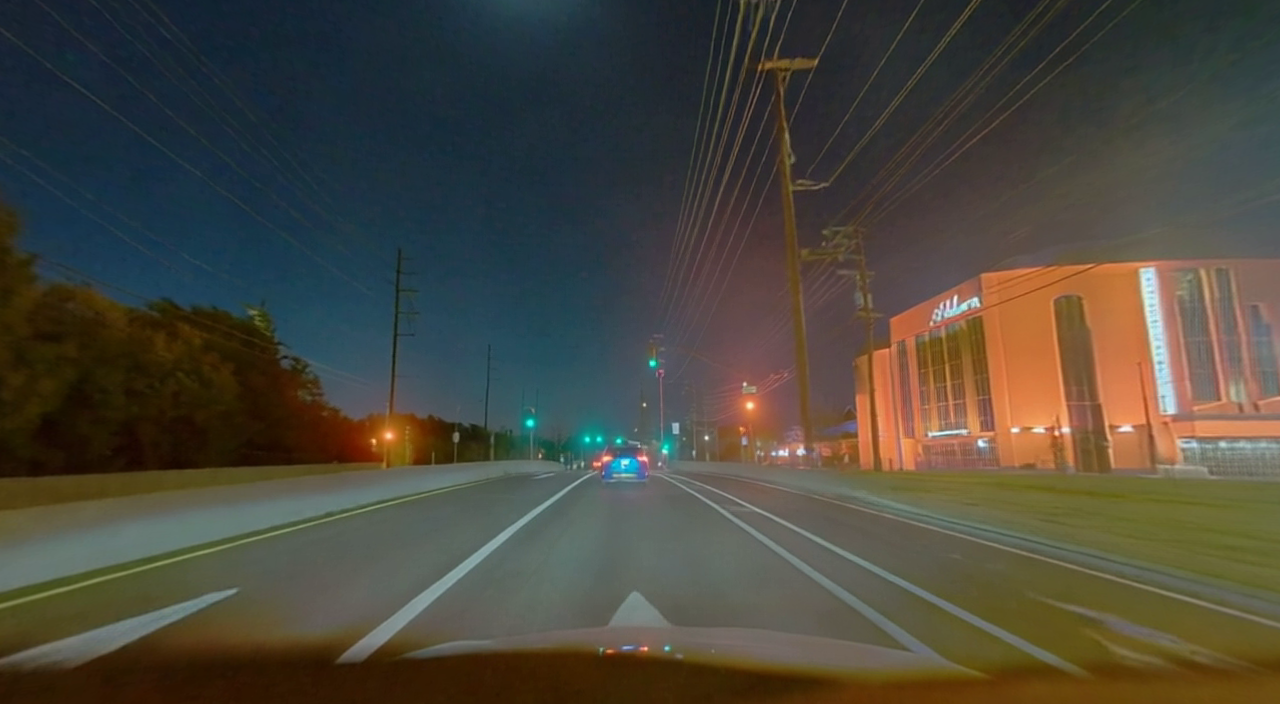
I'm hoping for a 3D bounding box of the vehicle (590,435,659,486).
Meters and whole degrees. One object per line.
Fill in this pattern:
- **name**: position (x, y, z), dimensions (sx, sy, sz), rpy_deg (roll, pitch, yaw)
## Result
- **vehicle**: position (-0.519, 3.614, 21.400), dimensions (2.123, 1.566, 3.662), rpy_deg (0, -8, -1)
